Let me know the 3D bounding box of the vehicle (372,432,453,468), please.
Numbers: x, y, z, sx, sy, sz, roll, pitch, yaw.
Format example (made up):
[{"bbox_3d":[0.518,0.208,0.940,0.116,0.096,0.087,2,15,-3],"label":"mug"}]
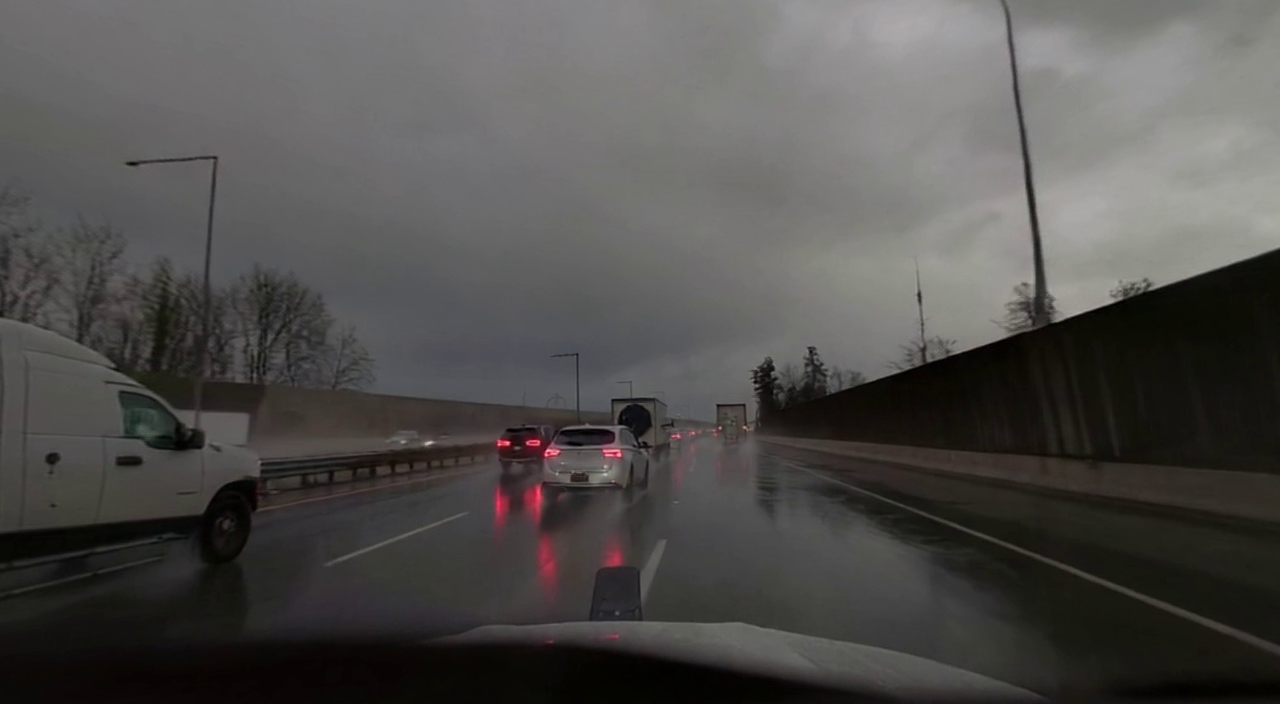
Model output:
[{"bbox_3d":[-10.837,4.683,30.294,1.920,1.587,4.323,-1,-8,6],"label":"vehicle"}]

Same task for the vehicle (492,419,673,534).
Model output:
[{"bbox_3d":[-0.671,1.914,10.411,2.089,1.485,4.153,-1,-8,7],"label":"vehicle"}]

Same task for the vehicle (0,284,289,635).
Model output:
[{"bbox_3d":[-5.655,0.781,4.639,2.386,2.435,5.831,-1,-8,5],"label":"vehicle"}]
